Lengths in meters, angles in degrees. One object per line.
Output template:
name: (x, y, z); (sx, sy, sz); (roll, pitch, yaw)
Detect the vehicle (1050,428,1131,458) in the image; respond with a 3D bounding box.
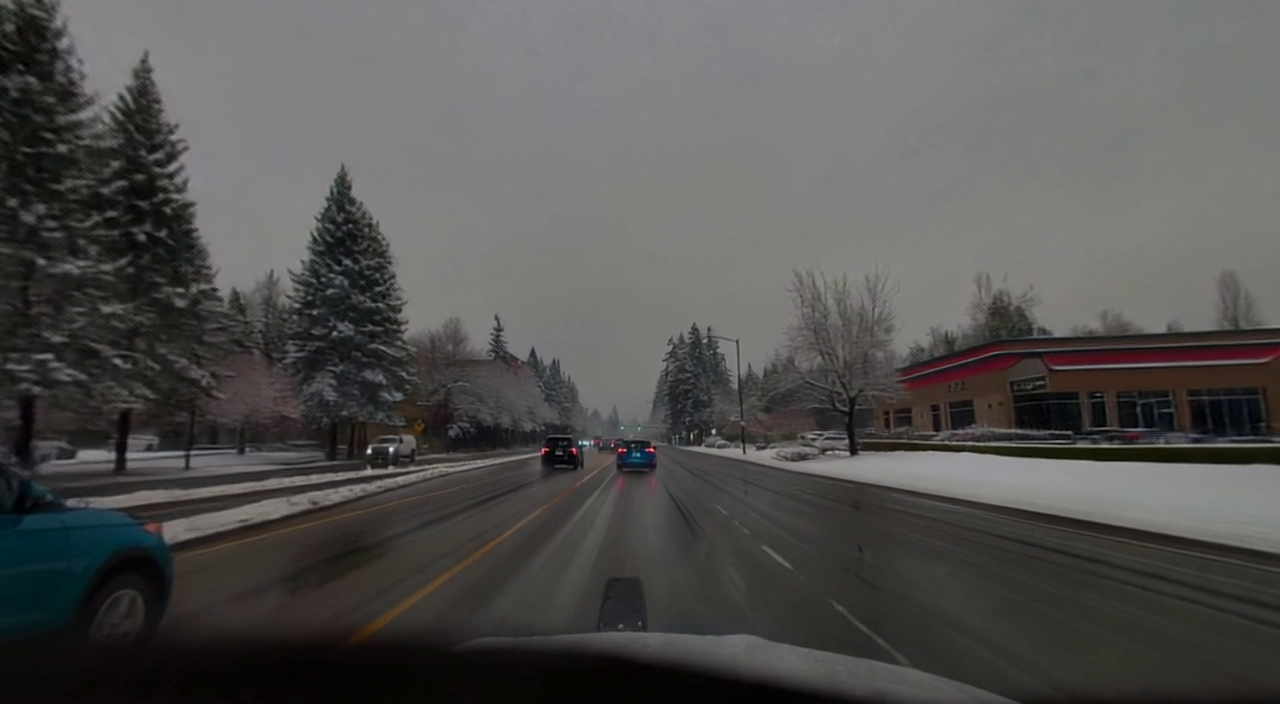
vehicle: (22.344, 4.492, 31.277); (1.487, 1.361, 3.317); (-1, -6, -1)

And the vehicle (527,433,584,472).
vehicle: (-4.012, 4.877, 30.565); (2.113, 1.713, 4.422); (0, -8, 0)

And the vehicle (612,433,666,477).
vehicle: (-0.054, 4.257, 26.087); (2.042, 1.641, 4.187); (0, -8, 0)

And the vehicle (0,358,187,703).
vehicle: (-3.714, 0.699, 1.547); (2.070, 1.641, 4.152); (0, -8, 0)

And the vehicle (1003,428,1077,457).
vehicle: (19.894, 4.528, 31.350); (1.466, 1.357, 3.288); (0, -8, -1)

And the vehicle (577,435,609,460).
vehicle: (-3.588, 7.427, 48.901); (2.047, 1.810, 4.414); (0, -8, 1)
